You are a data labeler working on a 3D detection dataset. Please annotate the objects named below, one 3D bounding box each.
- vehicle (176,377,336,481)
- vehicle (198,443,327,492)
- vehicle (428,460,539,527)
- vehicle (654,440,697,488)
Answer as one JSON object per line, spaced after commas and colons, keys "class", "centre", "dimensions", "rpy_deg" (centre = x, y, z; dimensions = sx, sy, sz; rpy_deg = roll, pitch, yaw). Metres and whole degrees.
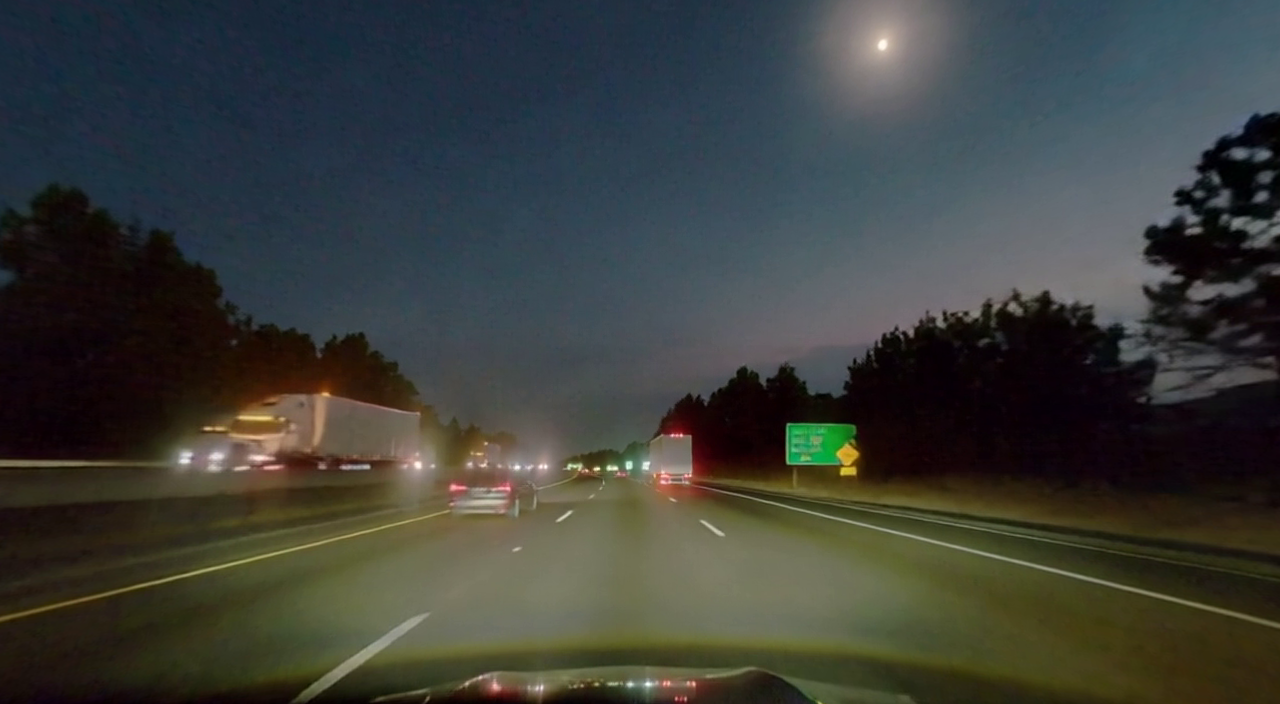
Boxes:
{"class": "vehicle", "centre": [-15.857, 3.425, 26.691], "dimensions": [2.985, 3.862, 5.846], "rpy_deg": [1, -11, -2]}
{"class": "vehicle", "centre": [-12.194, 3.796, 20.686], "dimensions": [1.875, 1.432, 3.869], "rpy_deg": [1, -11, -1]}
{"class": "vehicle", "centre": [-3.857, 3.568, 16.245], "dimensions": [1.868, 1.485, 3.770], "rpy_deg": [1, -11, 0]}
{"class": "vehicle", "centre": [2.718, 8.889, 49.984], "dimensions": [2.738, 3.456, 7.520], "rpy_deg": [1, -11, -2]}
